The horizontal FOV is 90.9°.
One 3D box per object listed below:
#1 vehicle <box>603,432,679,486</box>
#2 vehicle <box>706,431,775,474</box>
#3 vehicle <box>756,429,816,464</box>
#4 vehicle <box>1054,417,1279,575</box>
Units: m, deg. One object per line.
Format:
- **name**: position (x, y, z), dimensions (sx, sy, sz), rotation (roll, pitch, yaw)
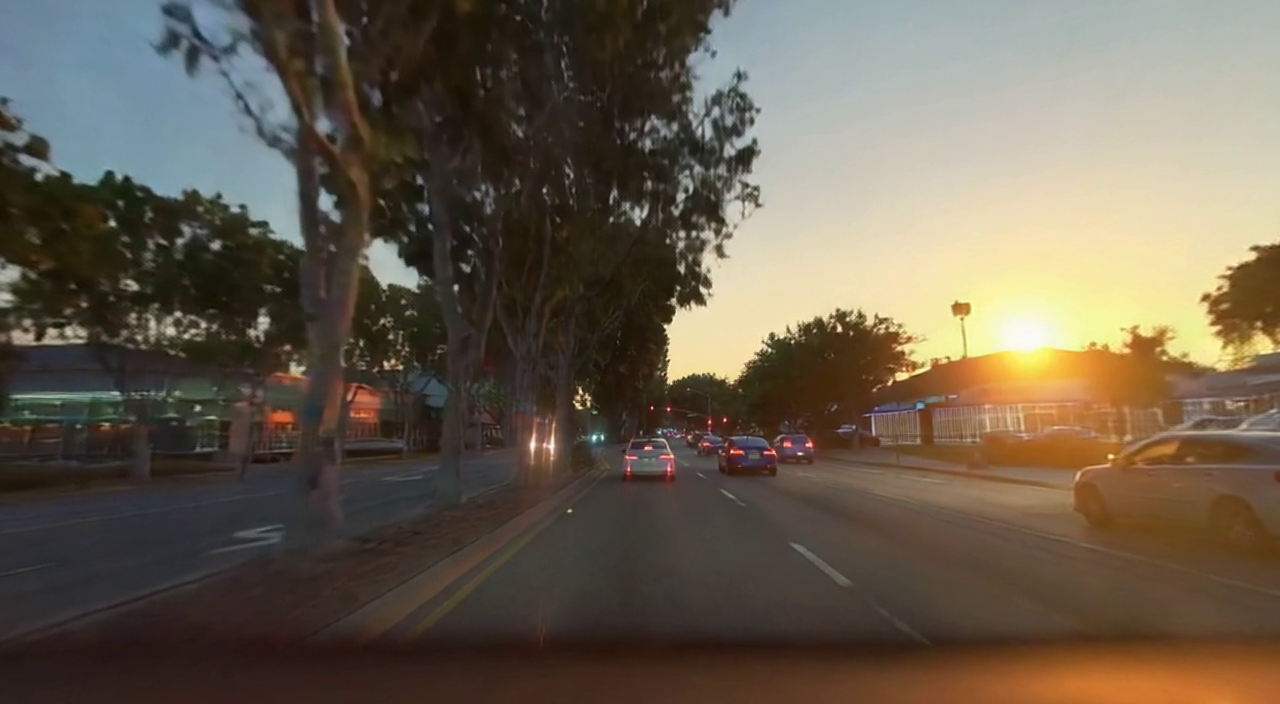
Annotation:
- **vehicle**: position (0.064, 3.215, 19.283), dimensions (2.096, 1.473, 3.893), rotation (0, -8, 1)
- **vehicle**: position (3.787, 3.875, 24.520), dimensions (1.988, 1.528, 4.144), rotation (0, -8, 0)
- **vehicle**: position (7.573, 4.941, 33.124), dimensions (2.044, 1.701, 4.397), rotation (0, -8, 0)
- **vehicle**: position (7.189, 1.561, 7.262), dimensions (1.892, 1.515, 4.400), rotation (0, -8, 1)
